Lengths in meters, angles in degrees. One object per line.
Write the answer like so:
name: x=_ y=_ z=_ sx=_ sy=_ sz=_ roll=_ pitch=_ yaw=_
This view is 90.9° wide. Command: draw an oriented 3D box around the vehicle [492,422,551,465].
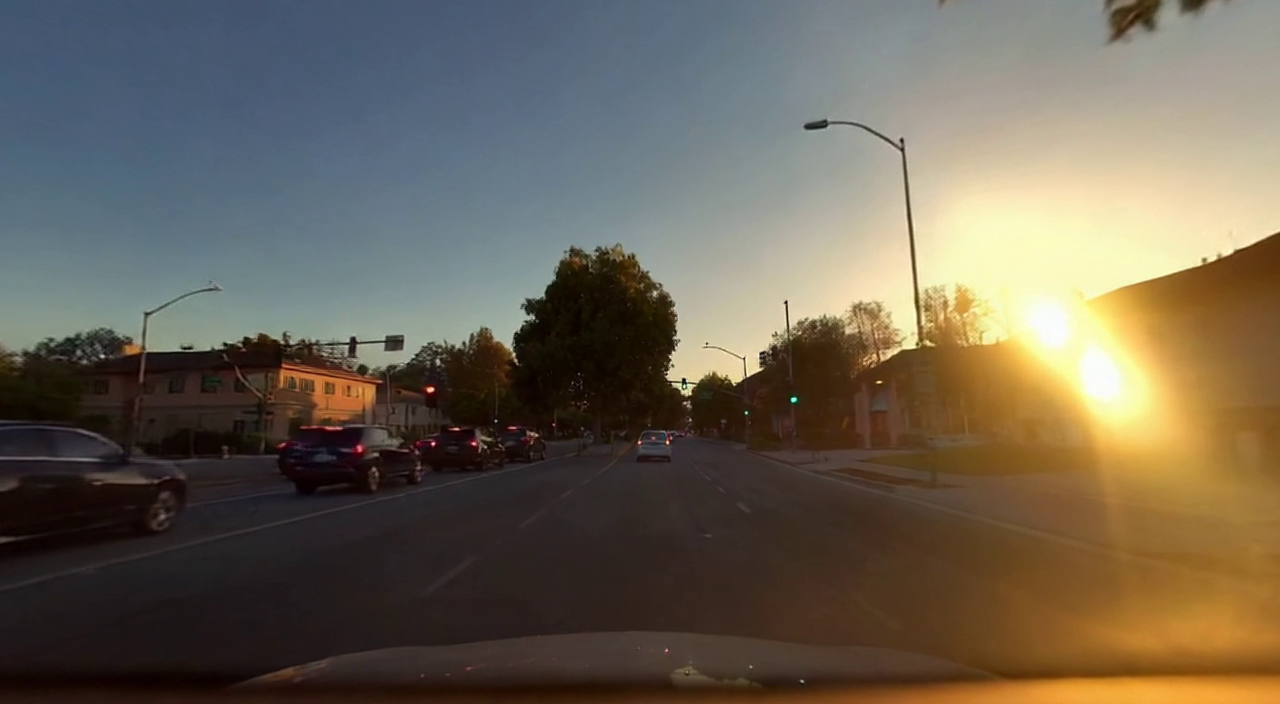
vehicle: x=-6.121 y=4.801 z=33.181 sx=2.316 sy=2.014 sz=5.215 roll=0 pitch=-8 yaw=-3

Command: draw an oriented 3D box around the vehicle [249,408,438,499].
vehicle: x=-6.778 y=2.414 z=15.199 sx=1.951 sy=1.809 sz=4.917 roll=0 pitch=-8 yaw=3

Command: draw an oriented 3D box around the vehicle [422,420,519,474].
vehicle: x=-6.391 y=3.680 z=24.476 sx=2.111 sy=1.864 sz=4.932 roll=-1 pitch=-8 yaw=4

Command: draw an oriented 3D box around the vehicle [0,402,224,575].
vehicle: x=-7.172 y=1.419 z=6.798 sx=2.121 sy=1.630 sz=4.642 roll=0 pitch=-8 yaw=1

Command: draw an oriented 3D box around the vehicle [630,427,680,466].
vehicle: x=0.753 y=4.473 z=29.864 sx=2.197 sy=1.682 sz=3.642 roll=0 pitch=-8 yaw=3
